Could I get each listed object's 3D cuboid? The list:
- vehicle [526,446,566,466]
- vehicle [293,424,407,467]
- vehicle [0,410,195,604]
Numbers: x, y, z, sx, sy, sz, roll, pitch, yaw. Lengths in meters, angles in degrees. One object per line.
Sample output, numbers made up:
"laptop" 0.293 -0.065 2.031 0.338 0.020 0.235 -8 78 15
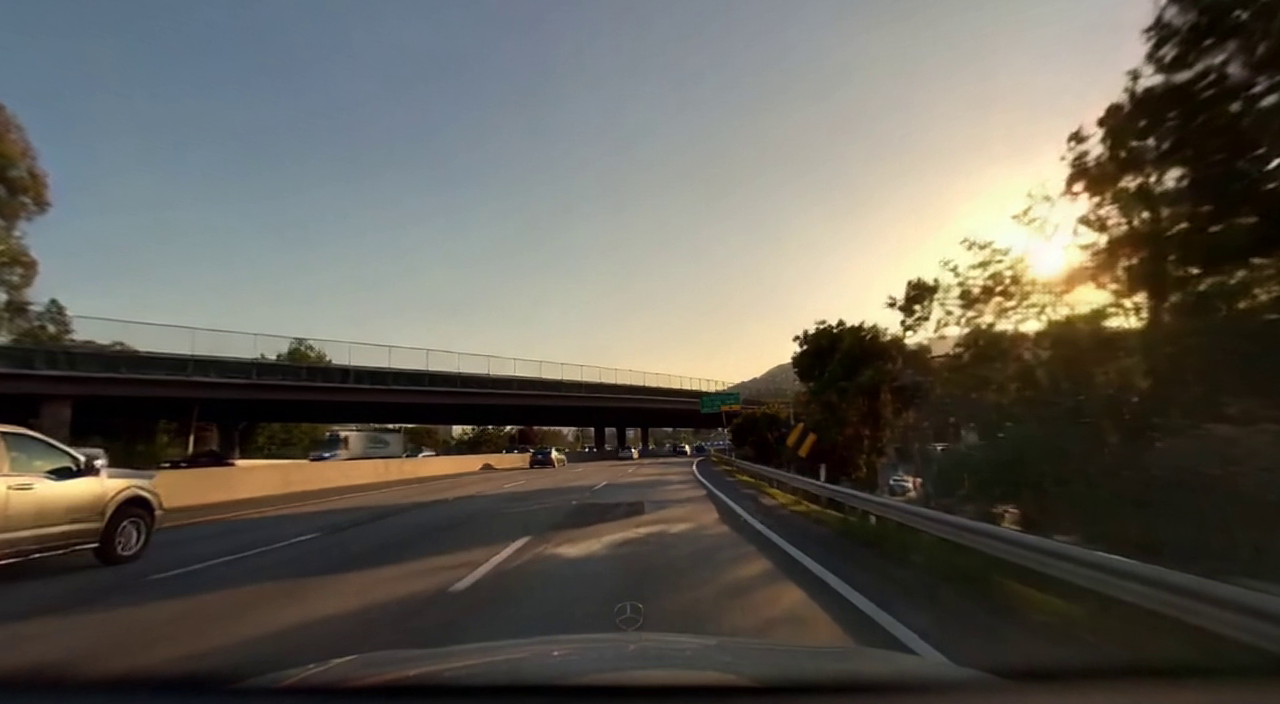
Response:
"vehicle" -7.338 8.188 49.774 2.038 1.494 4.729 -1 -9 6
"vehicle" -21.415 7.073 47.487 3.305 2.889 9.715 -1 -9 4
"vehicle" -6.393 1.289 5.142 1.923 1.630 4.857 0 -9 1
